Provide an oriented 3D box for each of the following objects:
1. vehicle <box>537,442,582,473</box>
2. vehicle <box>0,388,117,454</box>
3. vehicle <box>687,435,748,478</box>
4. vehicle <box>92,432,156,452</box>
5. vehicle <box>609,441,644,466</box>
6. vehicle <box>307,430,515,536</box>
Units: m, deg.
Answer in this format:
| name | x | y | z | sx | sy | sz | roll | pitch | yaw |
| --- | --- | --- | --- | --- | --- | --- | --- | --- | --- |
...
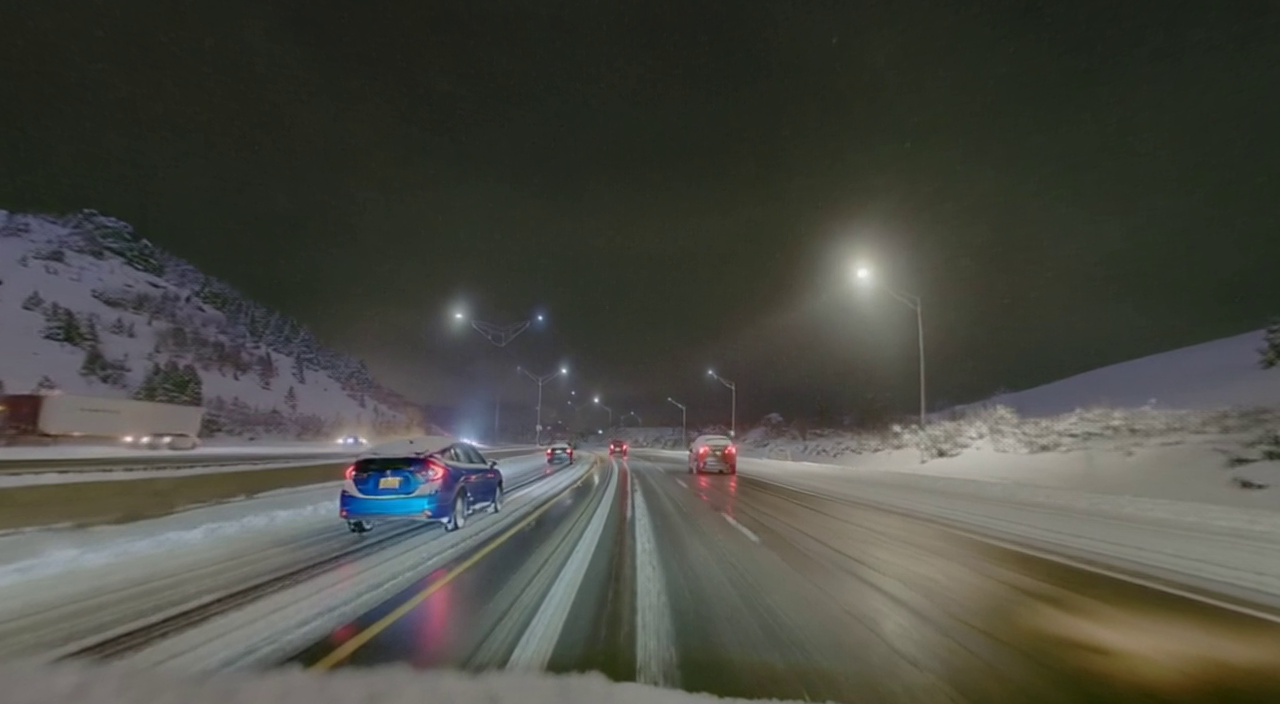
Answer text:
| name | x | y | z | sx | sy | sz | roll | pitch | yaw |
| --- | --- | --- | --- | --- | --- | --- | --- | --- | --- |
| vehicle | -4.072 | 5.374 | 32.355 | 1.796 | 1.464 | 3.839 | 0 | -9 | 0 |
| vehicle | -43.441 | 5.075 | 45.139 | 3.012 | 4.259 | 10.778 | 1 | -8 | -3 |
| vehicle | 3.505 | 4.820 | 29.337 | 2.222 | 1.820 | 4.733 | 0 | -9 | 0 |
| vehicle | -39.819 | 6.958 | 48.717 | 1.678 | 1.455 | 3.870 | 1 | -9 | -1 |
| vehicle | -0.846 | 6.645 | 41.420 | 2.147 | 1.572 | 4.094 | 0 | -9 | 0 |
| vehicle | -3.714 | 2.200 | 11.206 | 1.993 | 1.500 | 4.248 | 0 | -9 | 2 |
